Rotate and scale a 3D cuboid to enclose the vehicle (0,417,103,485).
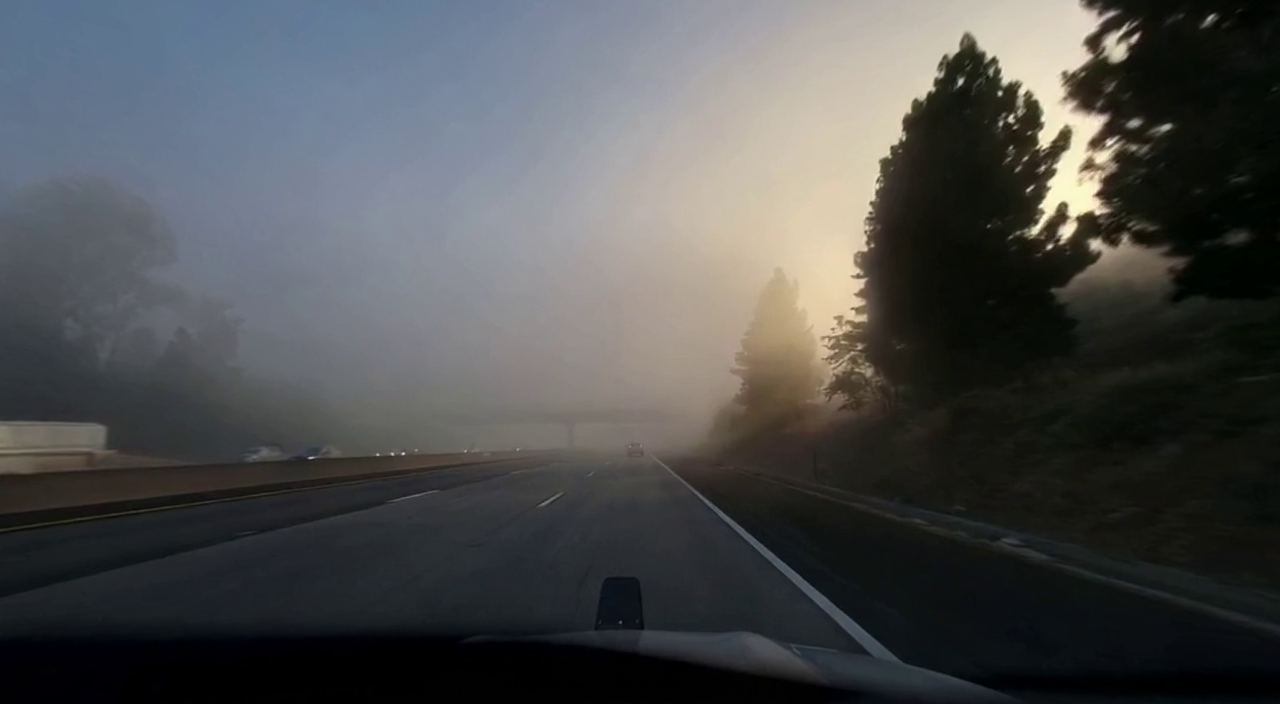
[{"bbox_3d":[-32.740,5.063,32.331,2.930,3.265,8.212,0,-8,0],"label":"vehicle"}]
